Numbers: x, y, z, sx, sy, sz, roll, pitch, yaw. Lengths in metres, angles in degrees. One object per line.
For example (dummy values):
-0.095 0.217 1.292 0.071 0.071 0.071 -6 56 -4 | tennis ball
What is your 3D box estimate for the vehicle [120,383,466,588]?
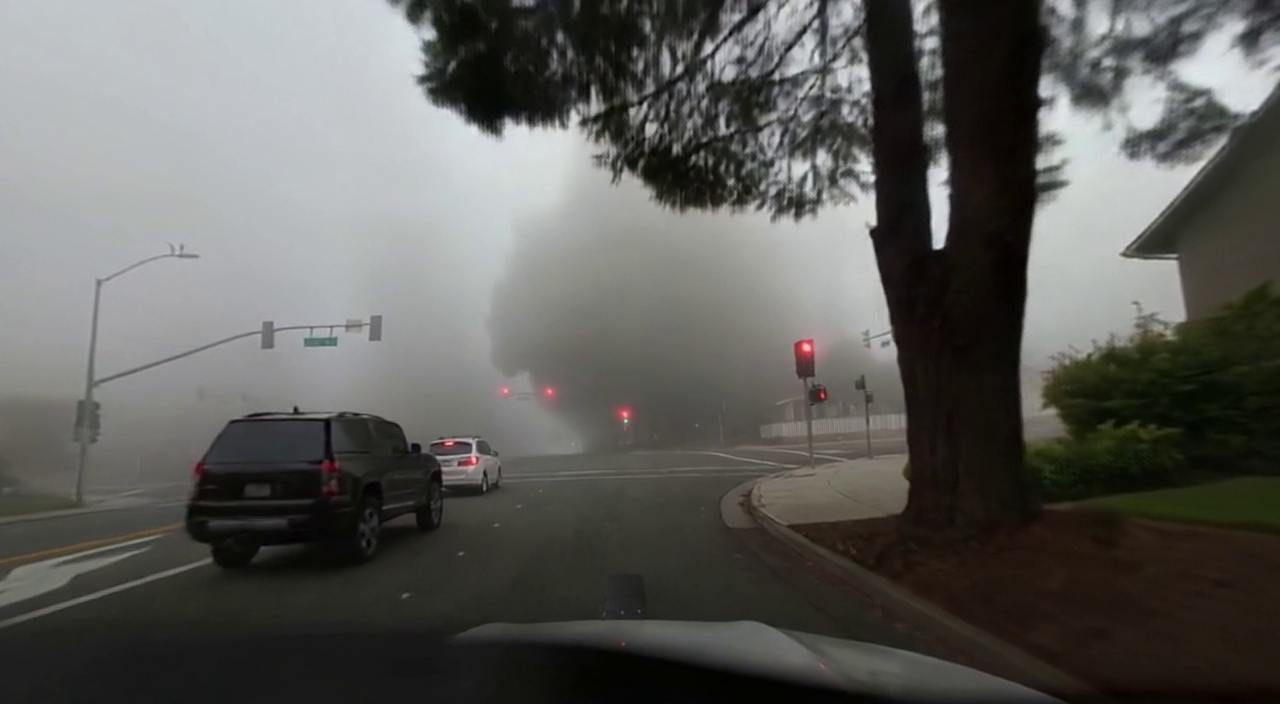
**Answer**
-3.782 1.539 8.130 2.041 1.834 4.679 0 -8 -4 | vehicle
